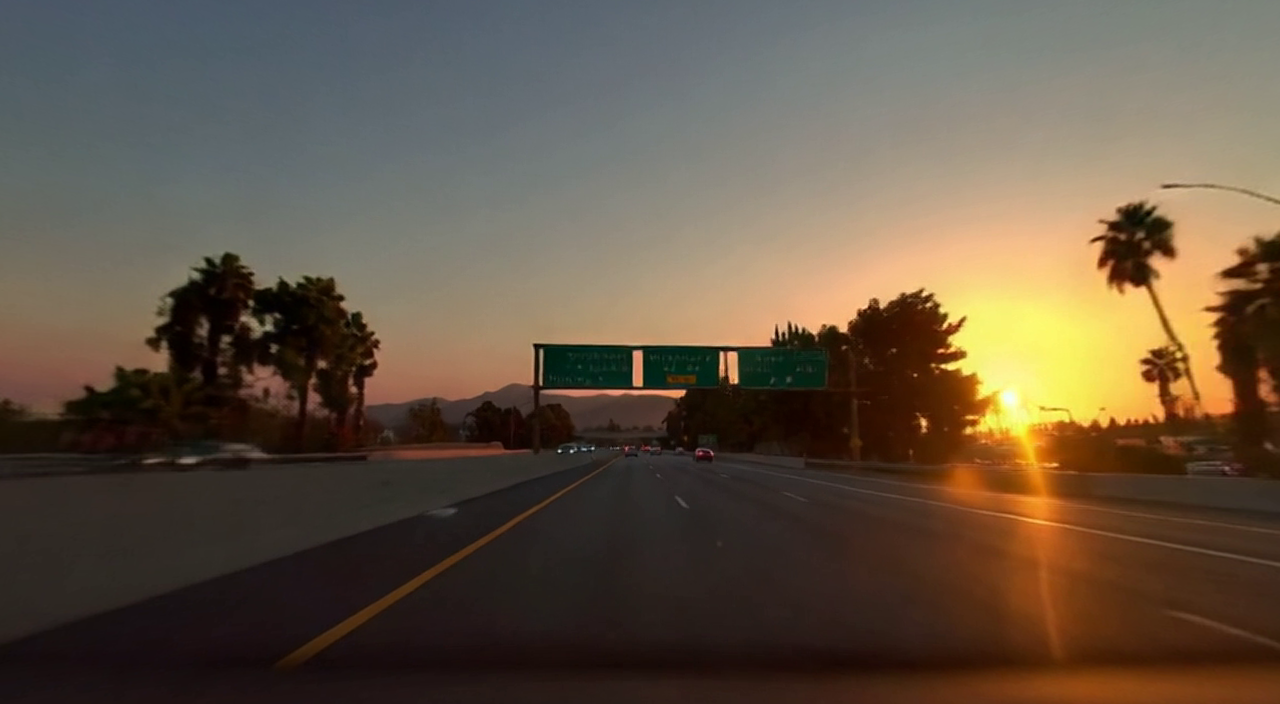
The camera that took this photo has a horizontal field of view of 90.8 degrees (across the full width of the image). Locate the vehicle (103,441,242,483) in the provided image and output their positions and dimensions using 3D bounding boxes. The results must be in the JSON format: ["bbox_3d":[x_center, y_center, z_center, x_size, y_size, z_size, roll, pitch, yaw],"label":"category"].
[{"bbox_3d":[-18.003,4.232,24.670,1.822,1.442,4.664,0,-9,1],"label":"vehicle"}]
